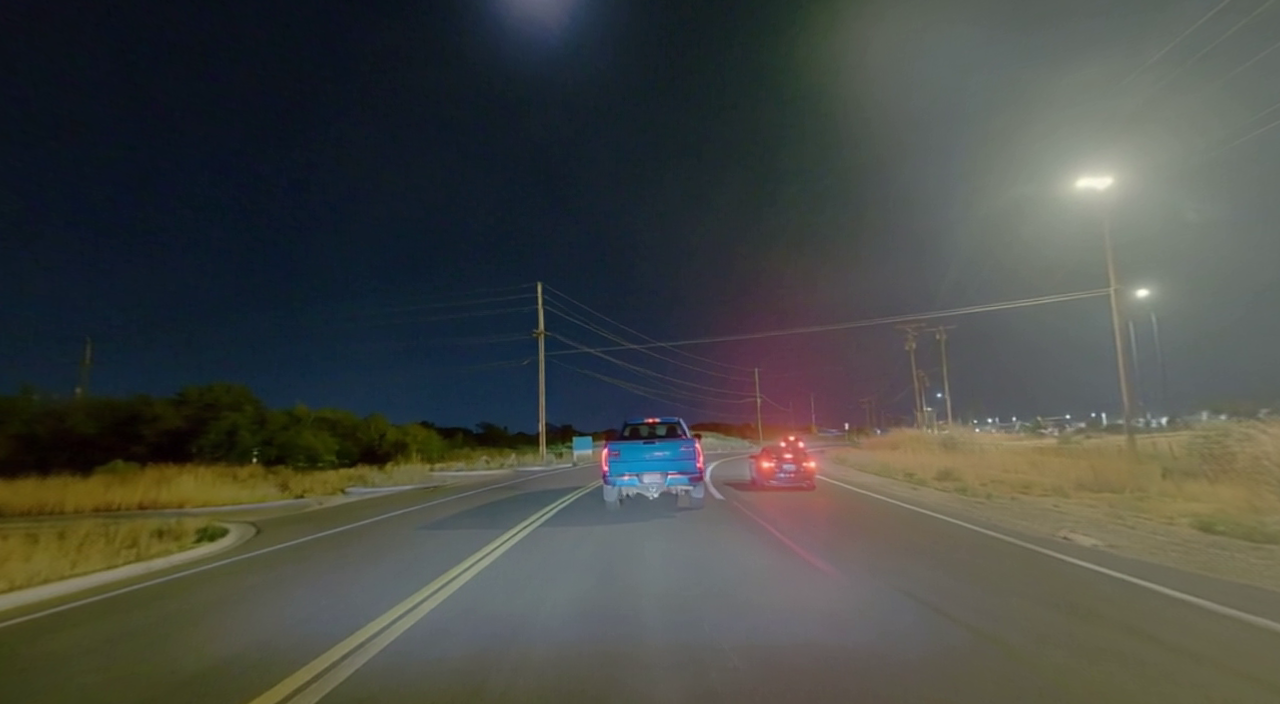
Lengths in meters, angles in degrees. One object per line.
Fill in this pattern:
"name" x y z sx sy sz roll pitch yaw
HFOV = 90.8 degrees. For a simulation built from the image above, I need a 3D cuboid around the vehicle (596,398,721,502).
"vehicle" 0.539 2.569 16.735 2.693 2.223 5.885 -1 -8 3
